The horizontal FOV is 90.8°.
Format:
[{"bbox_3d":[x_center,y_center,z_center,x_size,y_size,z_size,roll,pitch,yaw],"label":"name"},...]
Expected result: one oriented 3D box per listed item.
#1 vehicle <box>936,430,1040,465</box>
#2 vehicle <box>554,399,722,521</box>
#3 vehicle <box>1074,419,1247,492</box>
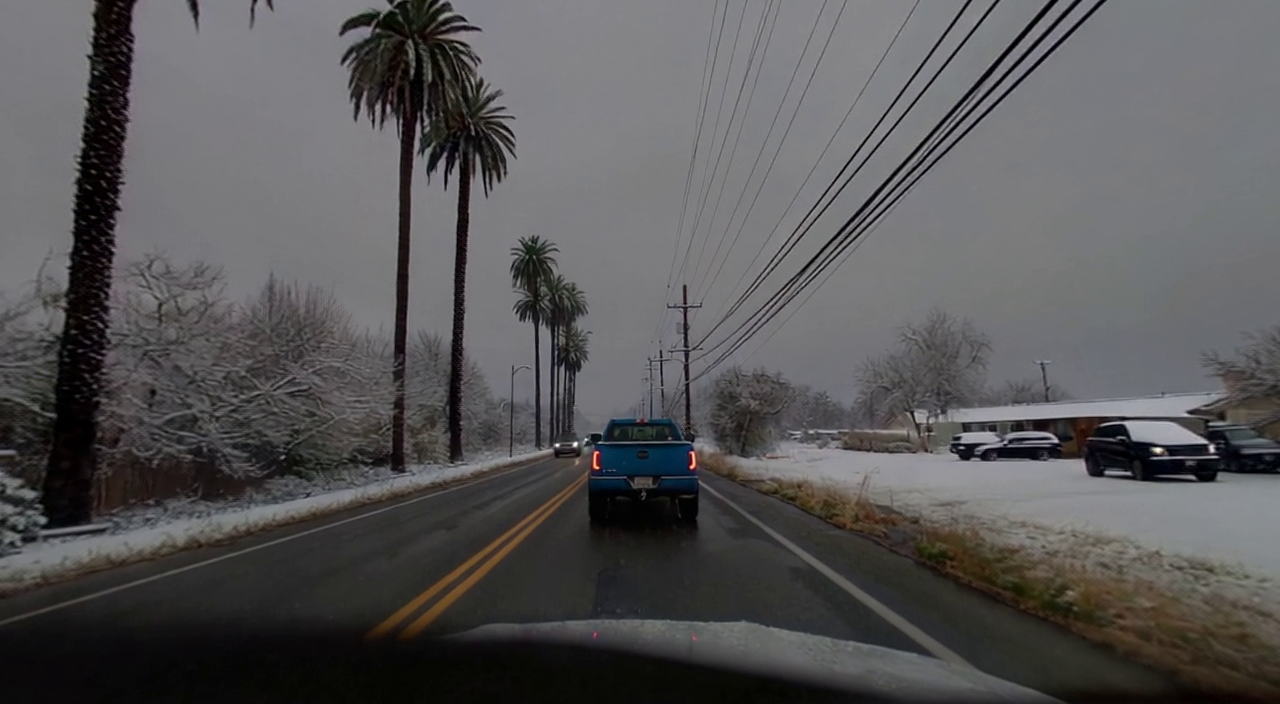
[{"bbox_3d":[20.370,5.662,37.480,2.277,1.836,6.267,0,-9,-4],"label":"vehicle"},{"bbox_3d":[-0.021,2.276,13.754,2.848,2.047,5.885,0,-8,0],"label":"vehicle"},{"bbox_3d":[16.115,3.245,20.127,2.338,1.917,6.076,-3,-9,21],"label":"vehicle"}]
